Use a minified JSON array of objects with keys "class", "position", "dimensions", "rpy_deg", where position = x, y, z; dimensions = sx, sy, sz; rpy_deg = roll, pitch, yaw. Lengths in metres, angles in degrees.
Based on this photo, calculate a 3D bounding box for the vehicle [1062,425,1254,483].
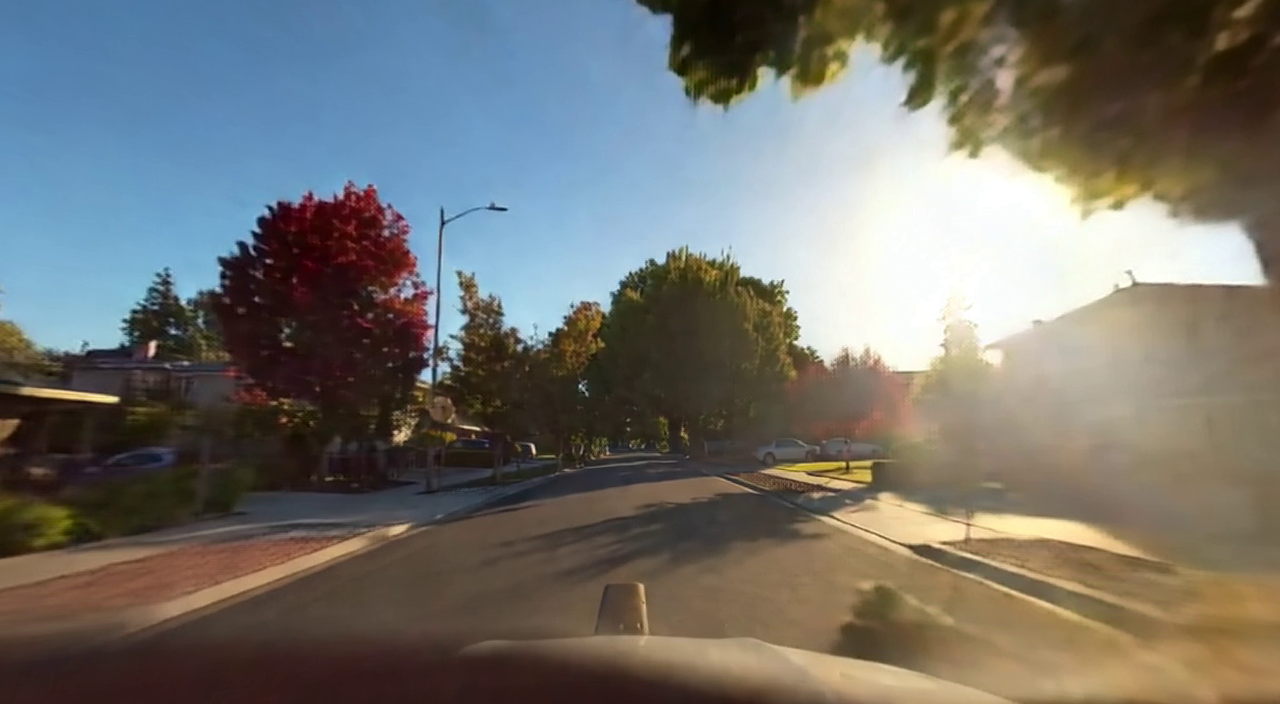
[{"class":"vehicle","position":[16.445,3.236,20.224],"dimensions":[4.495,1.724,1.943],"rpy_deg":[1,-9,-4]}]

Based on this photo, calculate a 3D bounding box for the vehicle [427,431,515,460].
[{"class":"vehicle","position":[-11.974,6.665,45.004],"dimensions":[5.618,1.997,2.201],"rpy_deg":[0,-8,-1]}]

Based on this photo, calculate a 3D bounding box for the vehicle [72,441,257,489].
[{"class":"vehicle","position":[-14.344,3.405,19.249],"dimensions":[4.138,1.355,1.808],"rpy_deg":[0,-8,-1]}]

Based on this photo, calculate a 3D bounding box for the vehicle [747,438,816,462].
[{"class":"vehicle","position":[10.303,7.173,46.239],"dimensions":[4.582,1.719,1.947],"rpy_deg":[0,-8,0]}]

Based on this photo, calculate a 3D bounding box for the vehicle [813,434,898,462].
[{"class":"vehicle","position":[15.803,7.079,46.563],"dimensions":[5.395,1.917,2.153],"rpy_deg":[0,-9,-1]}]
